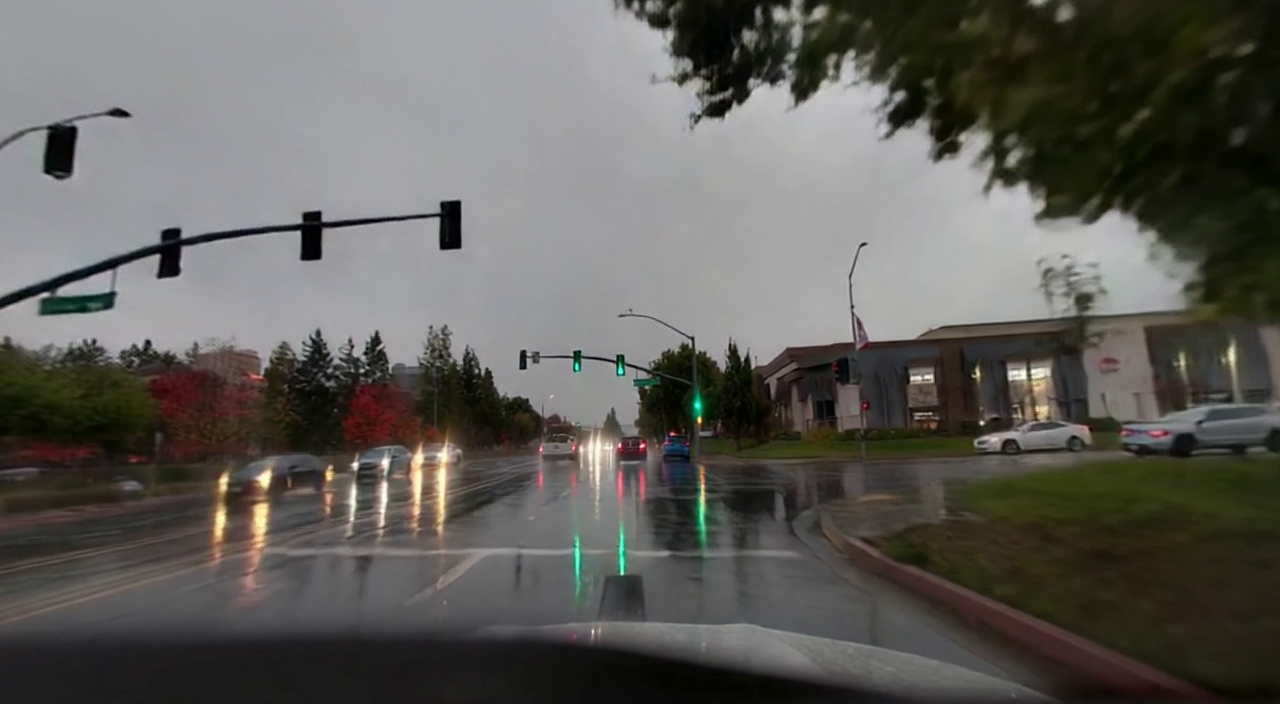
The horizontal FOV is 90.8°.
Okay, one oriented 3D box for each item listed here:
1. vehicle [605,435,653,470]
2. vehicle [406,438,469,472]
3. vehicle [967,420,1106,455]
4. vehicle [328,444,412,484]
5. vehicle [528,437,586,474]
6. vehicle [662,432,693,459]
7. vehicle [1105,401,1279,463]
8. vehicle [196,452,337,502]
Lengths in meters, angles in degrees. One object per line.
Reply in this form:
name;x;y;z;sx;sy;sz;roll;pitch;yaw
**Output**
vehicle;-0.521;4.651;29.423;2.085;1.475;3.976;0;-8;-1
vehicle;-12.426;6.355;39.133;2.260;1.921;4.902;-1;-8;0
vehicle;17.168;3.745;27.569;4.517;1.455;2.233;-1;-8;3
vehicle;-12.609;5.212;29.882;1.986;1.712;4.399;-1;-8;1
vehicle;-3.558;4.522;27.839;1.921;1.477;4.083;-1;-8;1
vehicle;2.773;6.974;47.273;2.175;1.850;5.118;-1;-8;2
vehicle;17.015;2.401;18.844;4.524;1.699;2.068;-1;-8;2
vehicle;-12.596;4.213;21.745;1.909;1.462;4.608;-1;-8;2
